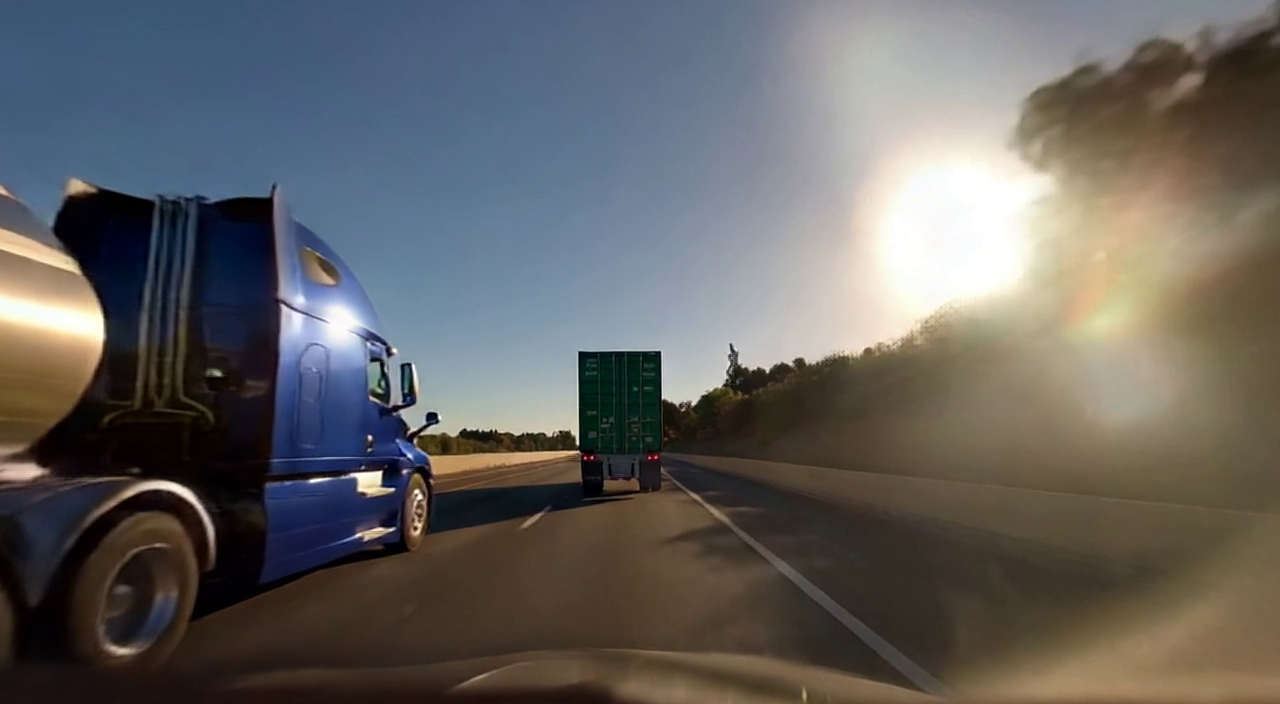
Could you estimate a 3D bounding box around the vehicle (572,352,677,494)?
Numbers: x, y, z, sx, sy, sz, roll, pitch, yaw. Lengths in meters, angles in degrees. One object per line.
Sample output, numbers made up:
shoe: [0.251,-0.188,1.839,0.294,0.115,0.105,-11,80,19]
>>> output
vehicle: [-0.416,2.828,23.448,2.942,4.003,11.297,0,-9,0]

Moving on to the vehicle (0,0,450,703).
vehicle: [-4.201,0.305,5.082,3.418,3.652,5.690,0,-9,1]
